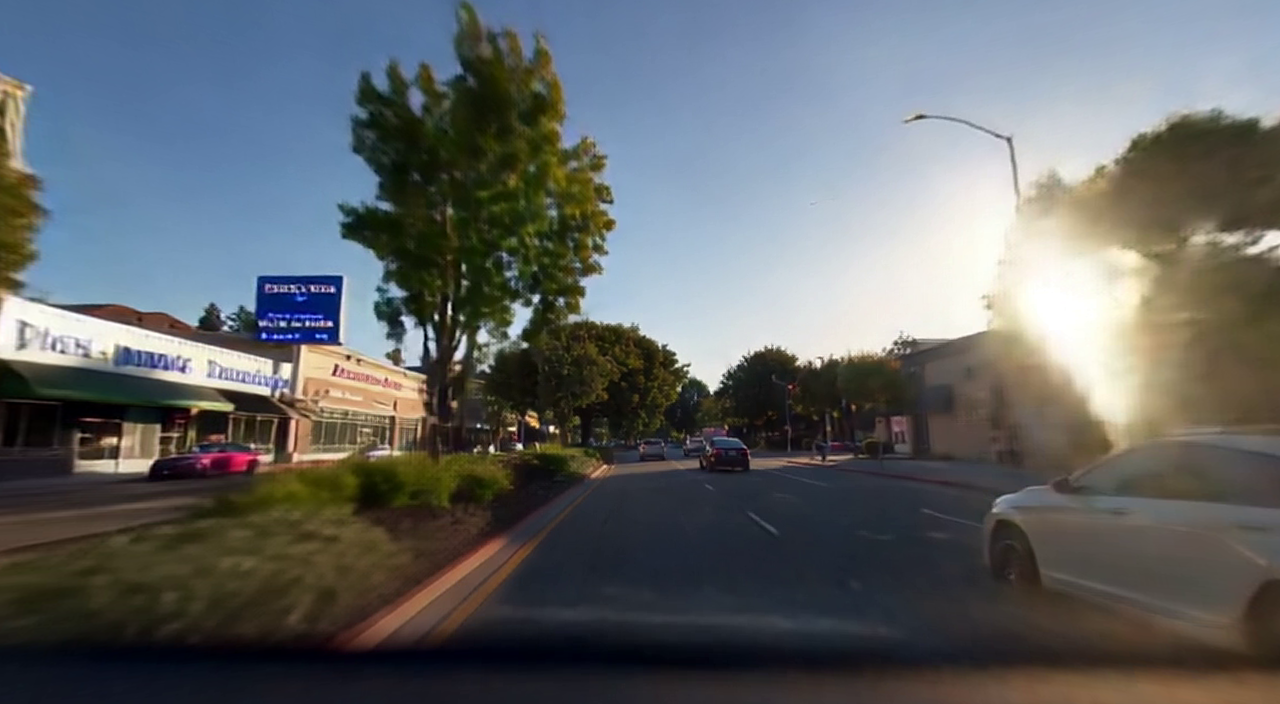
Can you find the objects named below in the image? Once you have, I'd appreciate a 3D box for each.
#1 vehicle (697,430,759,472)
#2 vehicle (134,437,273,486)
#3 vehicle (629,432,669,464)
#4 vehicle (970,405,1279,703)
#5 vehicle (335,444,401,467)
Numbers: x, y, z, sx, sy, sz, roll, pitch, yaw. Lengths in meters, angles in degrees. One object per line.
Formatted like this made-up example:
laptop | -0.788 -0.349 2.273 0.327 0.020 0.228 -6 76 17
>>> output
vehicle | 3.776 4.332 27.736 2.115 1.692 4.189 0 -8 -1
vehicle | -18.871 4.710 27.541 2.488 1.752 4.991 -2 -6 1
vehicle | 0.456 5.385 35.208 2.098 1.682 3.778 0 -8 0
vehicle | 3.902 1.037 3.281 1.908 1.463 4.506 0 -8 0
vehicle | -18.947 7.230 43.975 2.280 1.489 5.106 0 -8 1
